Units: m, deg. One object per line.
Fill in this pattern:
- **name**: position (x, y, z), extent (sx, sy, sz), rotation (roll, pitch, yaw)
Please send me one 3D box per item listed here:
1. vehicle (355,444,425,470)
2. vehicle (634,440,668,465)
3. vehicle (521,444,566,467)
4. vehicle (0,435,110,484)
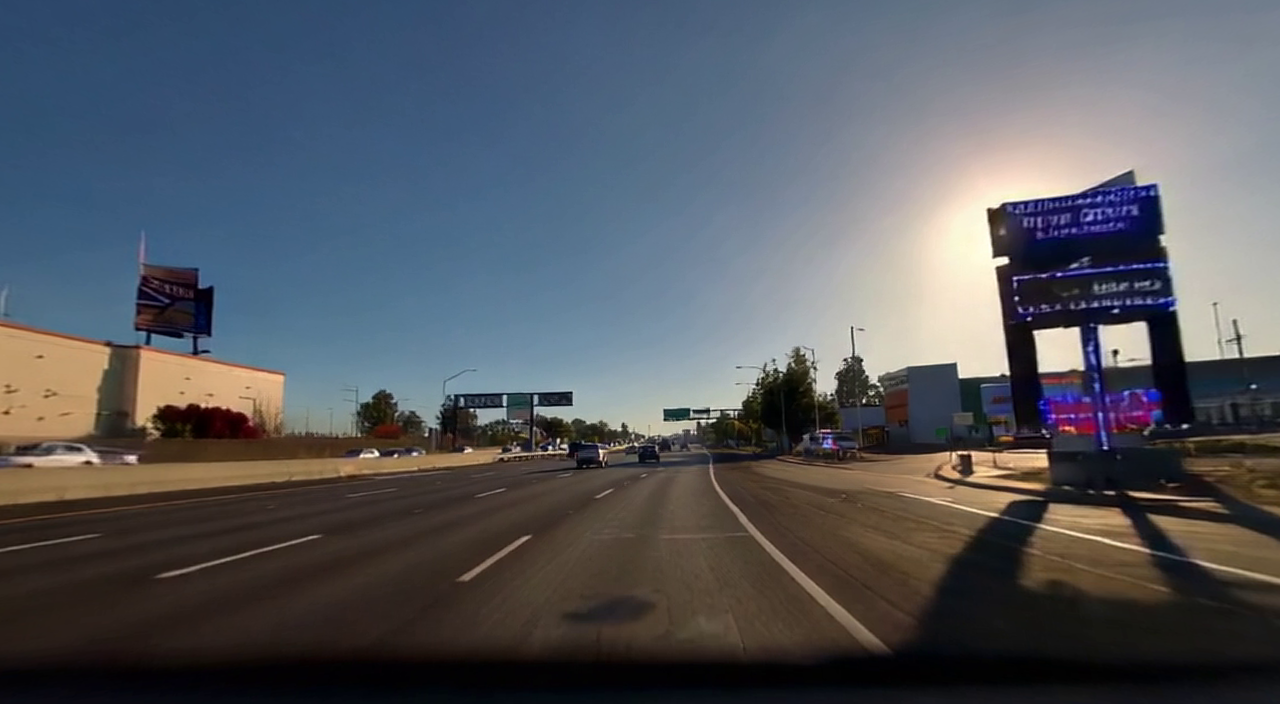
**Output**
- **vehicle**: position (-15.452, 6.481, 39.355), extent (1.933, 1.490, 4.704), rotation (-1, -9, 7)
- **vehicle**: position (0.859, 7.520, 47.351), extent (2.139, 1.782, 4.079), rotation (-1, -9, 7)
- **vehicle**: position (-6.685, 7.189, 44.096), extent (1.903, 1.451, 4.461), rotation (-1, -9, 7)
- **vehicle**: position (-23.541, 4.105, 24.357), extent (2.090, 1.720, 4.470), rotation (-1, -9, 5)
